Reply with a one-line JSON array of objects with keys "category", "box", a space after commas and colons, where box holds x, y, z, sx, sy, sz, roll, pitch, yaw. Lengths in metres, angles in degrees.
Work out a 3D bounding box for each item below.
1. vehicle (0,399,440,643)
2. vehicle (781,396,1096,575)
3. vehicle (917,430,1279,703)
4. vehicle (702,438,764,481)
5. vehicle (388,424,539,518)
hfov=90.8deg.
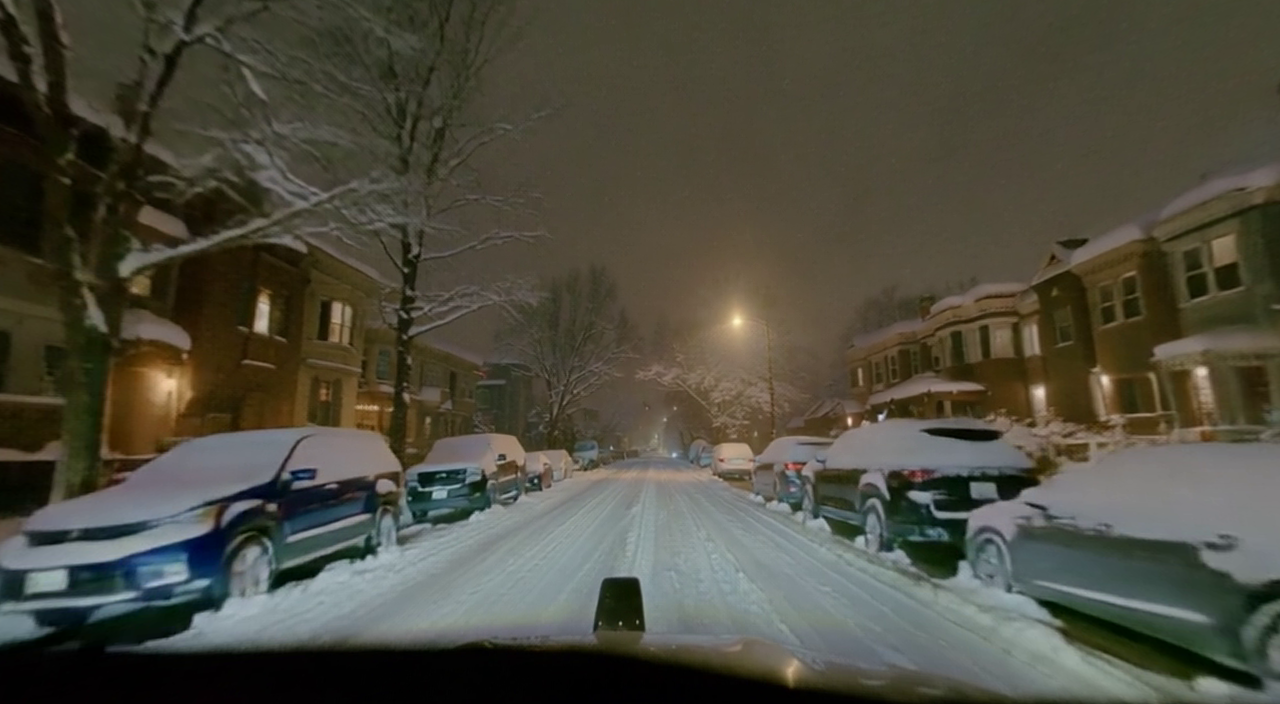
[{"category": "vehicle", "box": [-4.712, 1.756, 7.816, 2.683, 1.923, 5.421, 0, -9, 0]}, {"category": "vehicle", "box": [3.897, 1.880, 9.708, 1.995, 1.944, 5.400, 1, -9, -3]}, {"category": "vehicle", "box": [3.940, 1.324, 4.474, 1.808, 1.437, 4.337, 1, -9, -3]}, {"category": "vehicle", "box": [4.434, 5.206, 30.861, 2.306, 1.901, 4.908, 0, -9, 0]}, {"category": "vehicle", "box": [-4.563, 3.185, 17.483, 2.461, 2.145, 5.415, 0, -9, 1]}]
